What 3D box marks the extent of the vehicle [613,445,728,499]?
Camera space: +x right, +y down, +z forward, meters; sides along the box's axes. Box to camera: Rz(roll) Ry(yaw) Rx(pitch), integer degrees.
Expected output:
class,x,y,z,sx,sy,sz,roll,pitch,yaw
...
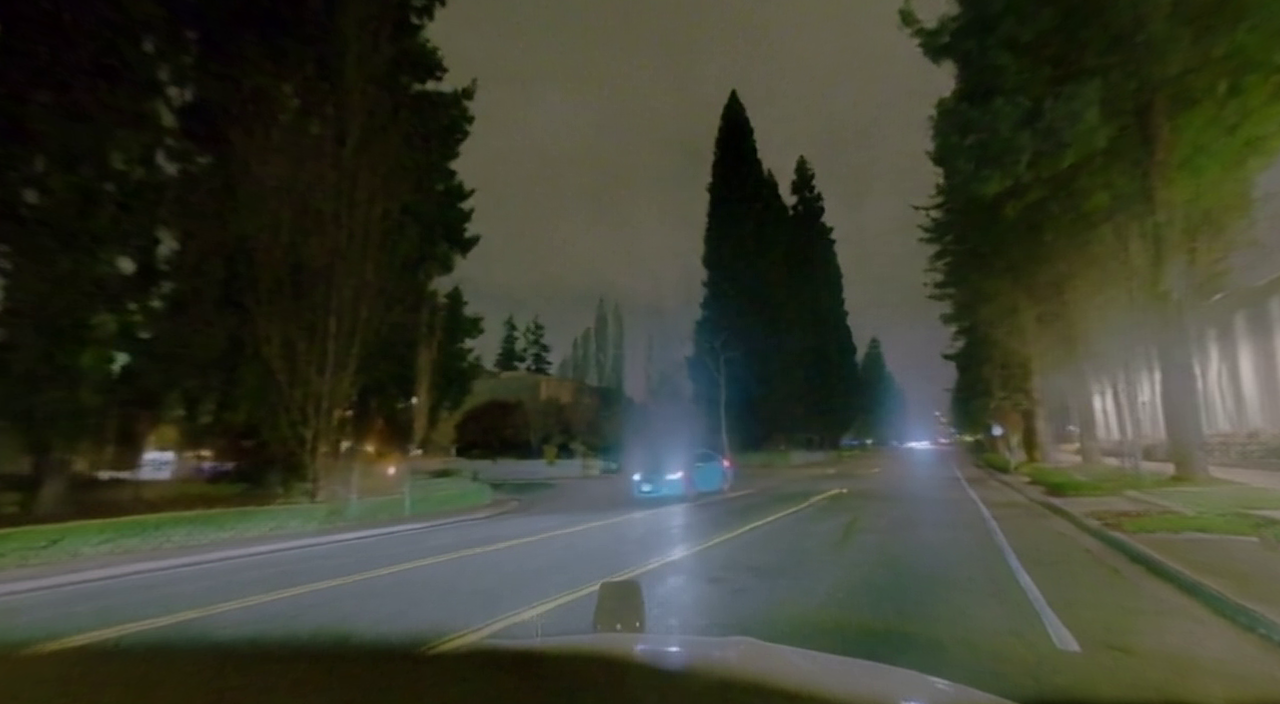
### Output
class,x,y,z,sx,sy,sz,roll,pitch,yaw
vehicle,1.082,3.656,19.775,1.926,1.465,4.433,-4,-9,26
